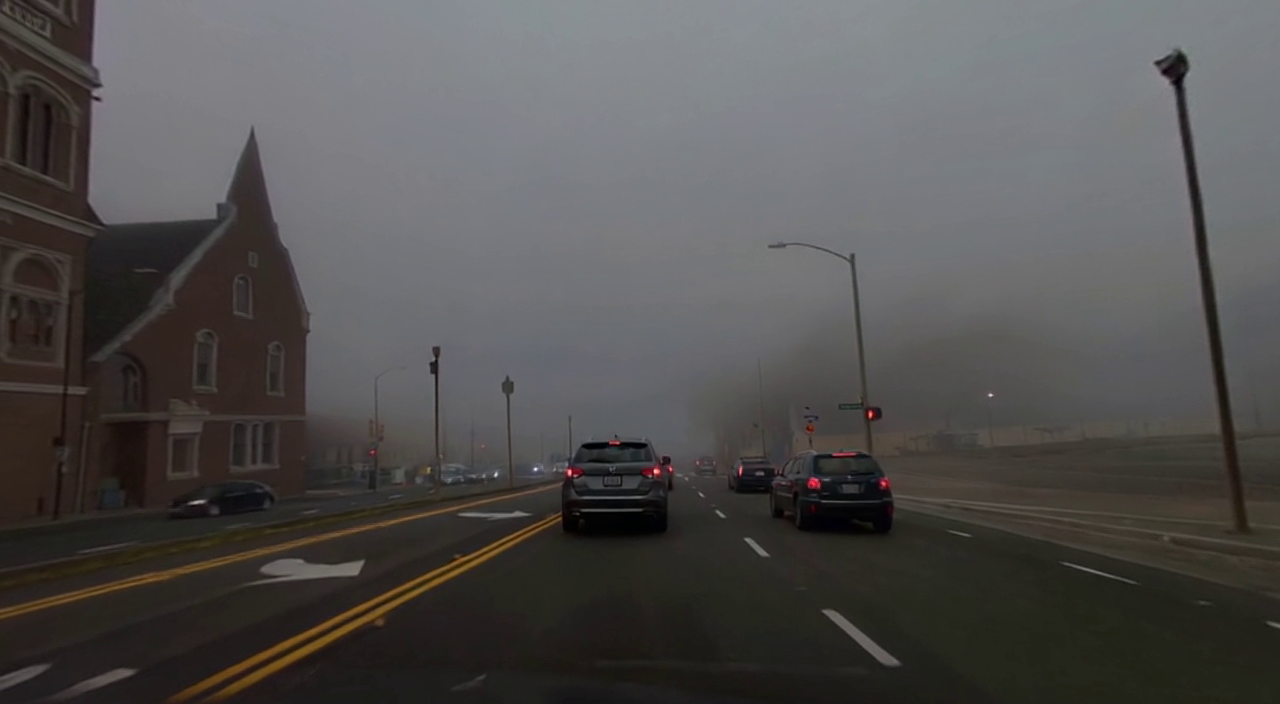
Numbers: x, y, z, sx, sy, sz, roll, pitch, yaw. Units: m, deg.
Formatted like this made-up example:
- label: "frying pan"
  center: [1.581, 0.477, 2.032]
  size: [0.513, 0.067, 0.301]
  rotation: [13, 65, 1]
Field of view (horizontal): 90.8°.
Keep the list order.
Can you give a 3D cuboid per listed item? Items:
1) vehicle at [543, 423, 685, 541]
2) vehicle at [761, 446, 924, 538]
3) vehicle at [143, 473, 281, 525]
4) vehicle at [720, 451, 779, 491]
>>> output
- label: "vehicle"
  center: [-0.309, 2.290, 11.762]
  size: [2.168, 1.776, 4.135]
  rotation: [-1, -8, 2]
- label: "vehicle"
  center: [3.708, 2.605, 12.511]
  size: [1.883, 1.472, 4.471]
  rotation: [0, -8, 2]
- label: "vehicle"
  center: [-16.013, 5.496, 24.014]
  size: [1.901, 1.532, 4.733]
  rotation: [0, -8, 1]
- label: "vehicle"
  center: [4.520, 4.953, 26.619]
  size: [1.890, 1.491, 4.166]
  rotation: [-1, -8, 2]
